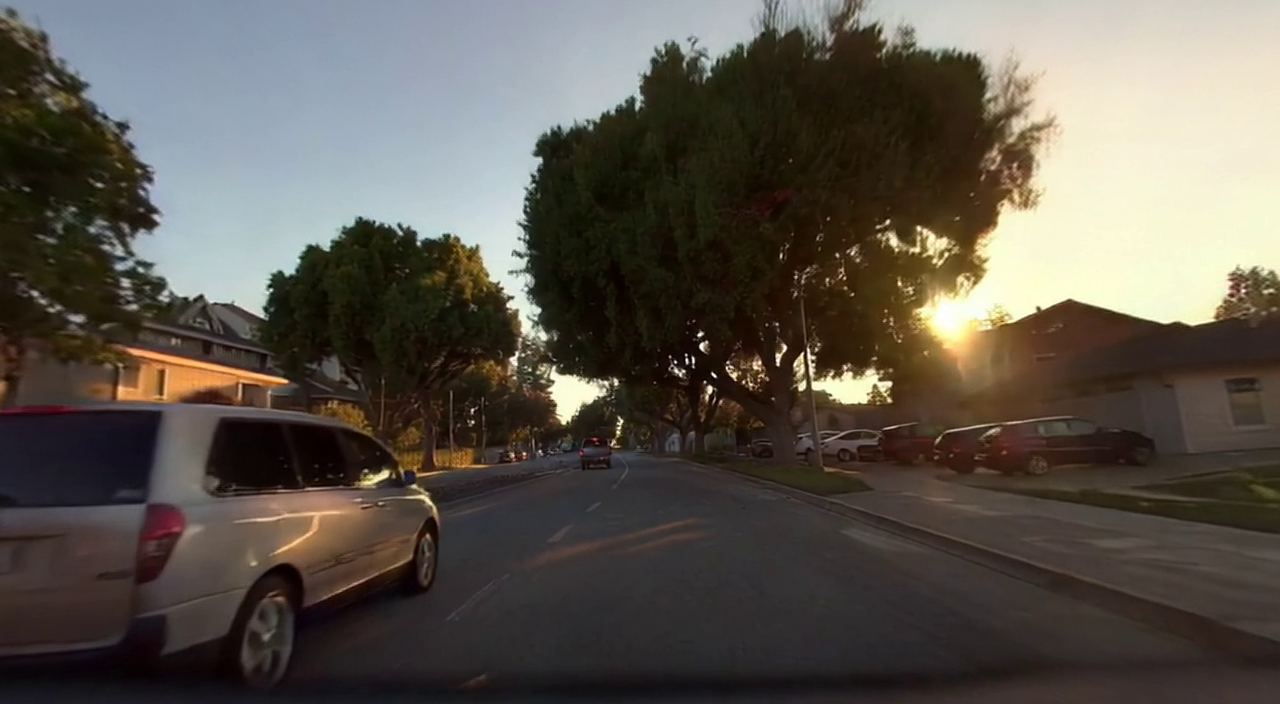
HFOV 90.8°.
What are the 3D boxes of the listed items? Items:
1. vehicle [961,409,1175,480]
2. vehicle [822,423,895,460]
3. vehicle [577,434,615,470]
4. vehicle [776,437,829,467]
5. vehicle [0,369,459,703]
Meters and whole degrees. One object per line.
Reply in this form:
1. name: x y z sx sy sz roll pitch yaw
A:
1. vehicle: 11.266 2.478 16.901 4.249 1.550 1.843 -3 -8 2
2. vehicle: 11.826 4.913 34.654 2.138 1.850 4.930 0 -9 -1
3. vehicle: -2.702 6.304 40.042 2.085 2.084 5.133 0 -9 -1
4. vehicle: 8.893 5.511 35.046 1.897 1.524 4.604 -1 -9 3
5. vehicle: -3.030 1.202 4.201 2.205 1.590 4.852 0 -9 0
